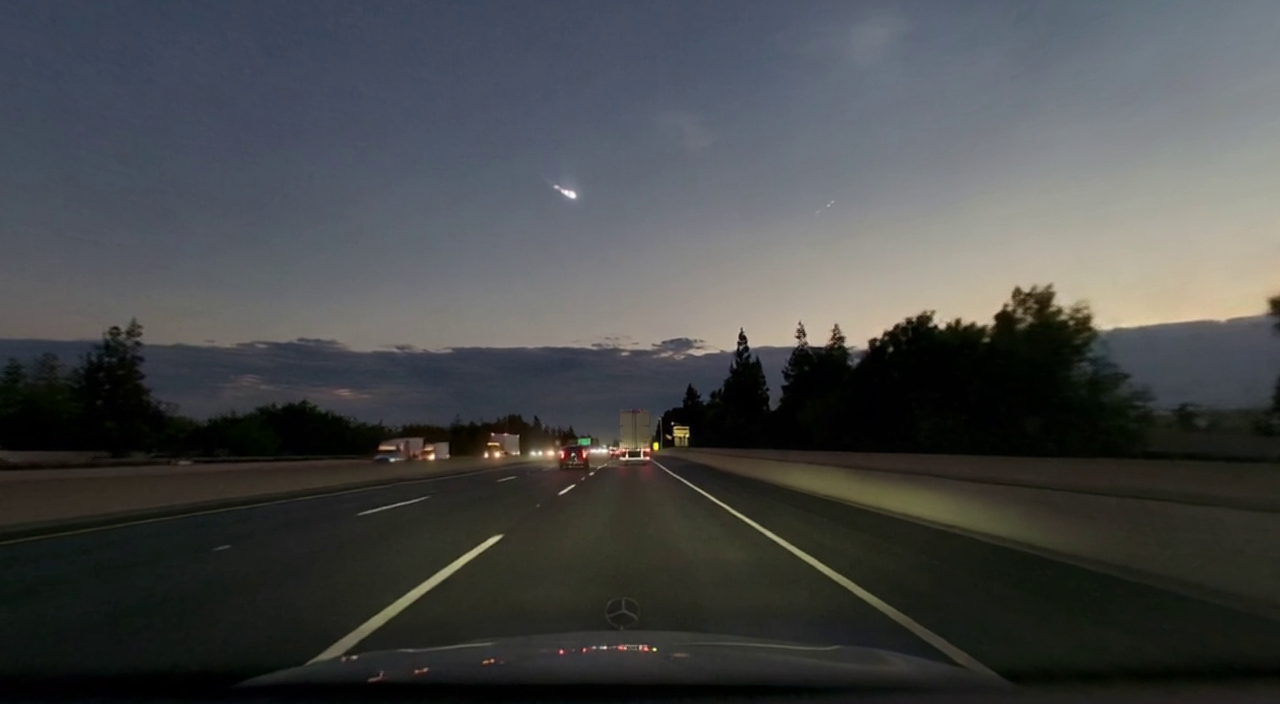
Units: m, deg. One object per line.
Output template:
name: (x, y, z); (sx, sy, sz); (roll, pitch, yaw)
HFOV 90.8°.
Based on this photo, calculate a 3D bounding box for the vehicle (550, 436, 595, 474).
vehicle: (-3.591, 5.578, 34.364); (2.139, 1.925, 4.312); (0, -9, -3)
